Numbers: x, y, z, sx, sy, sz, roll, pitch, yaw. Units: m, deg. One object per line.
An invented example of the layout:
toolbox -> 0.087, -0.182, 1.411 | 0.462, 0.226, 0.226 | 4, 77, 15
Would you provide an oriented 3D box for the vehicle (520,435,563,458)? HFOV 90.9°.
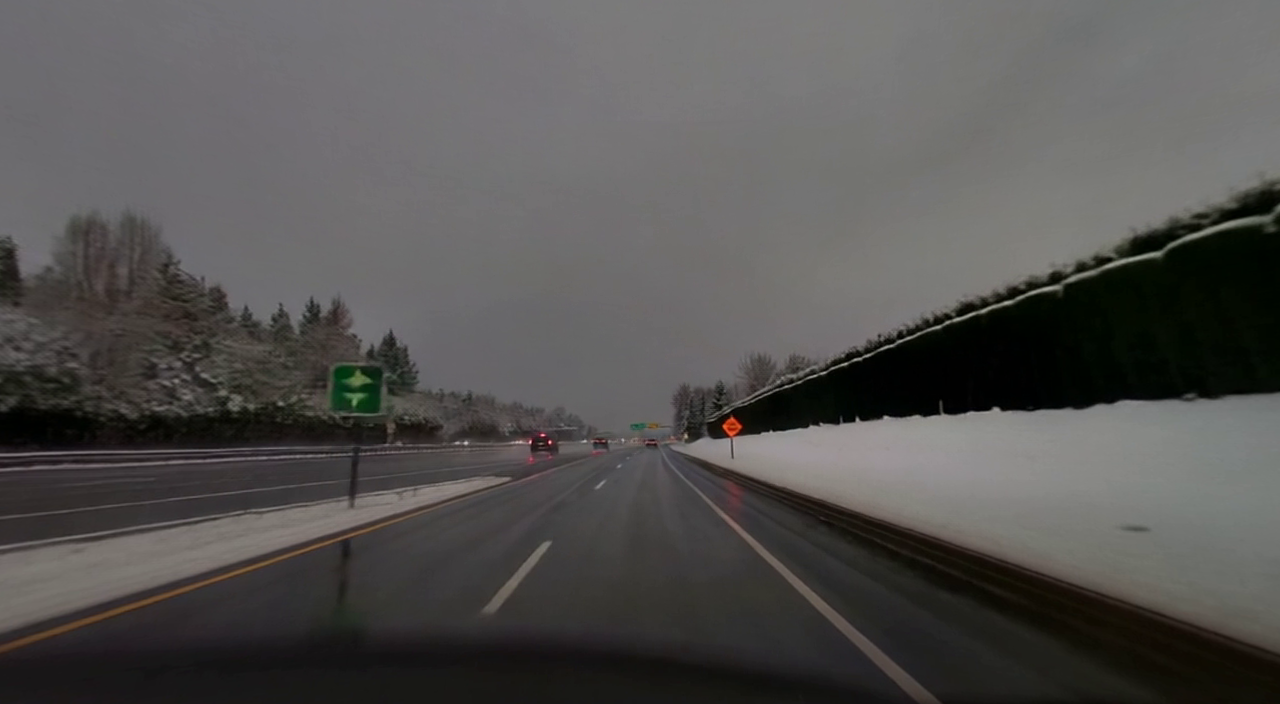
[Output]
vehicle -> -7.212, 6.984, 46.588 | 2.141, 1.612, 3.998 | -1, -8, 7
